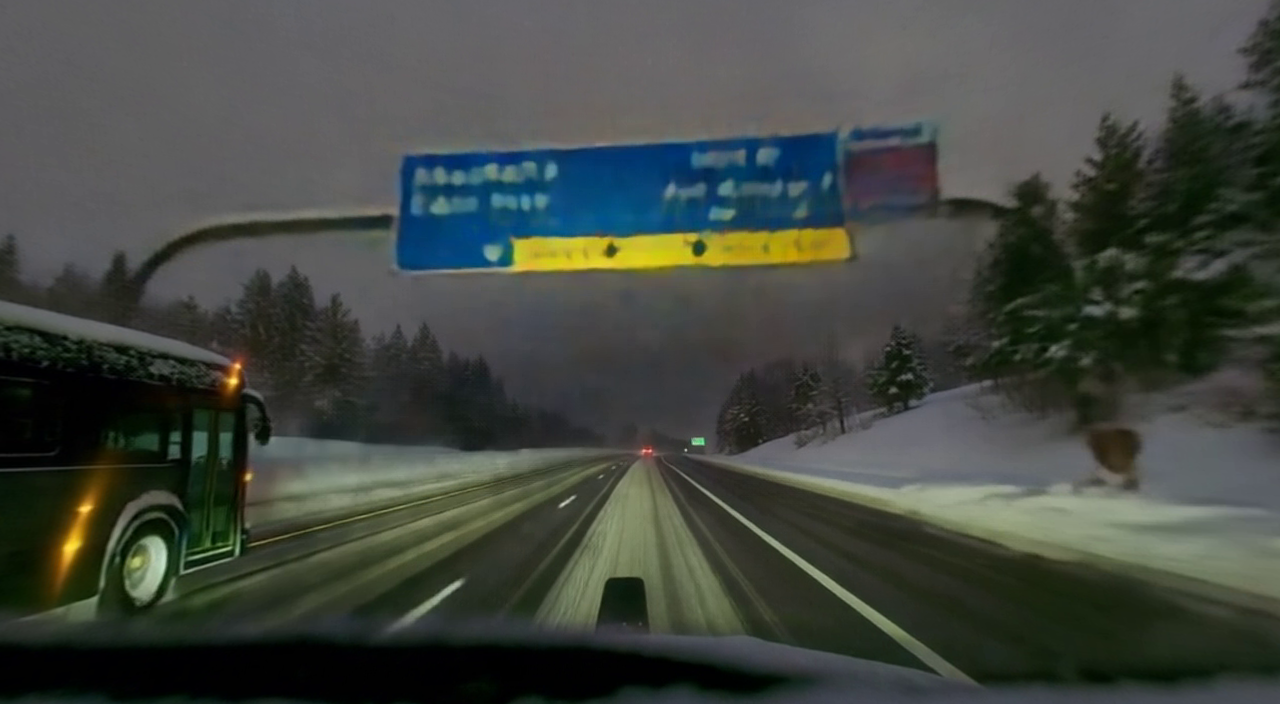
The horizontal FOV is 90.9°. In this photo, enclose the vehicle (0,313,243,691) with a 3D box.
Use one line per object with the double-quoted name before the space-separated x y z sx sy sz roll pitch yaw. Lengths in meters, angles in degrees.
"vehicle" -4.470 0.693 2.648 2.127 1.985 5.205 0 -8 1
